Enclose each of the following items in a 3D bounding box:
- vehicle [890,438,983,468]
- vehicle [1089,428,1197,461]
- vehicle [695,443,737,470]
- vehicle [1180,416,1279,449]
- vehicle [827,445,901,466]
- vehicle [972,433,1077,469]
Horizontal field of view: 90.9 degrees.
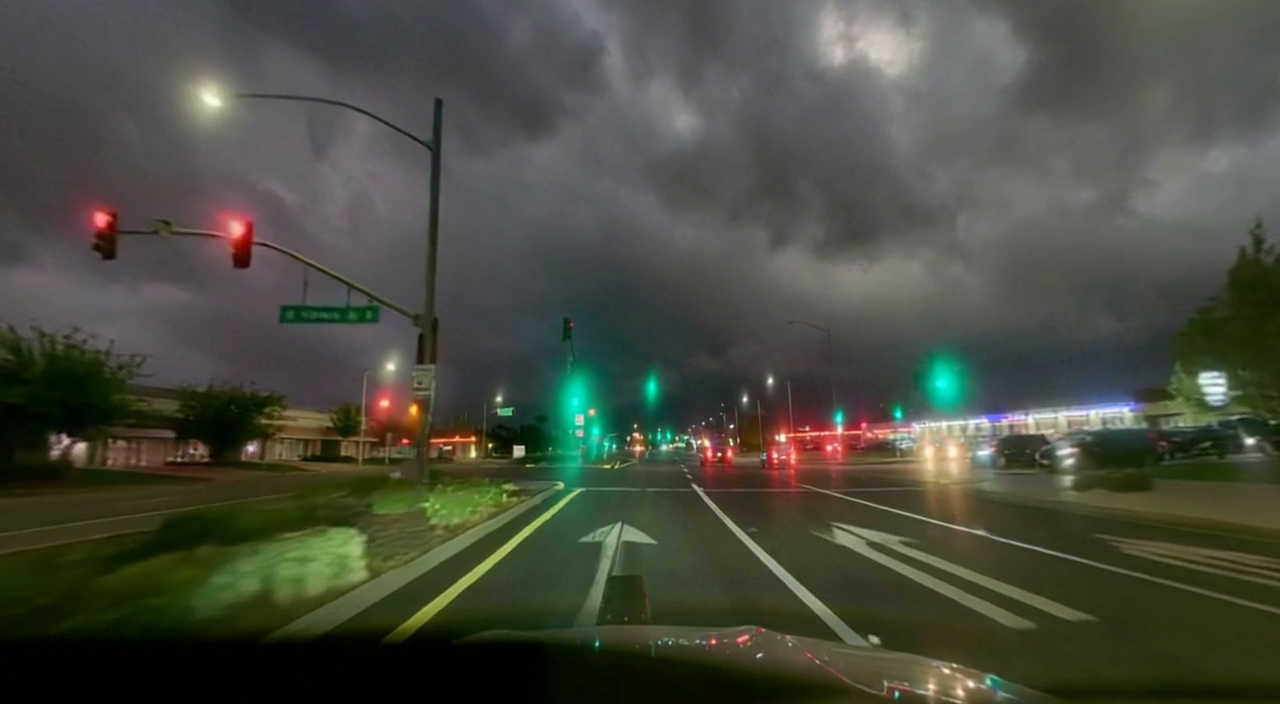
[{"bbox_3d":[17.569,6.017,37.553,4.491,1.702,2.094,-1,-9,5],"label":"vehicle"},{"bbox_3d":[27.222,5.016,34.162,4.280,1.734,1.964,1,-9,-6],"label":"vehicle"},{"bbox_3d":[4.500,6.269,38.001,2.038,1.528,4.259,0,-8,1],"label":"vehicle"},{"bbox_3d":[35.856,4.834,37.879,4.687,1.902,2.162,0,-9,-1],"label":"vehicle"},{"bbox_3d":[15.848,7.288,44.568,4.581,1.434,1.893,-5,-10,30],"label":"vehicle"},{"bbox_3d":[20.709,5.348,34.067,4.341,1.845,1.984,0,-9,0],"label":"vehicle"}]
